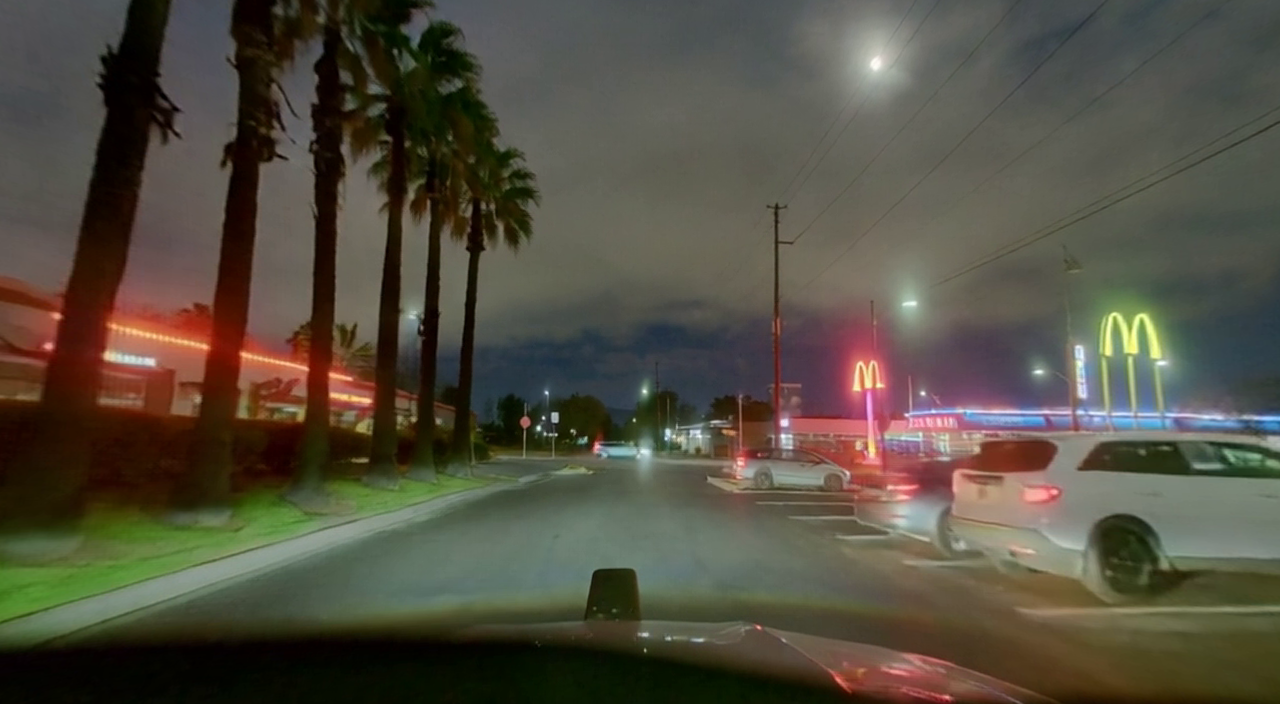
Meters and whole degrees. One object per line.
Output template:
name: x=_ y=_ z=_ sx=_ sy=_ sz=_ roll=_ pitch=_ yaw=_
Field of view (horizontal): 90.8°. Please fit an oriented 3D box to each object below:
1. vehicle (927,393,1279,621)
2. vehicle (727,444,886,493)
vehicle: x=5.675 y=1.394 z=6.194 sx=4.743 sy=1.800 sz=1.952 roll=0 pitch=-9 yaw=-3
vehicle: x=5.532 y=3.891 z=21.364 sx=4.742 sy=1.506 sz=1.919 roll=0 pitch=-8 yaw=-5
